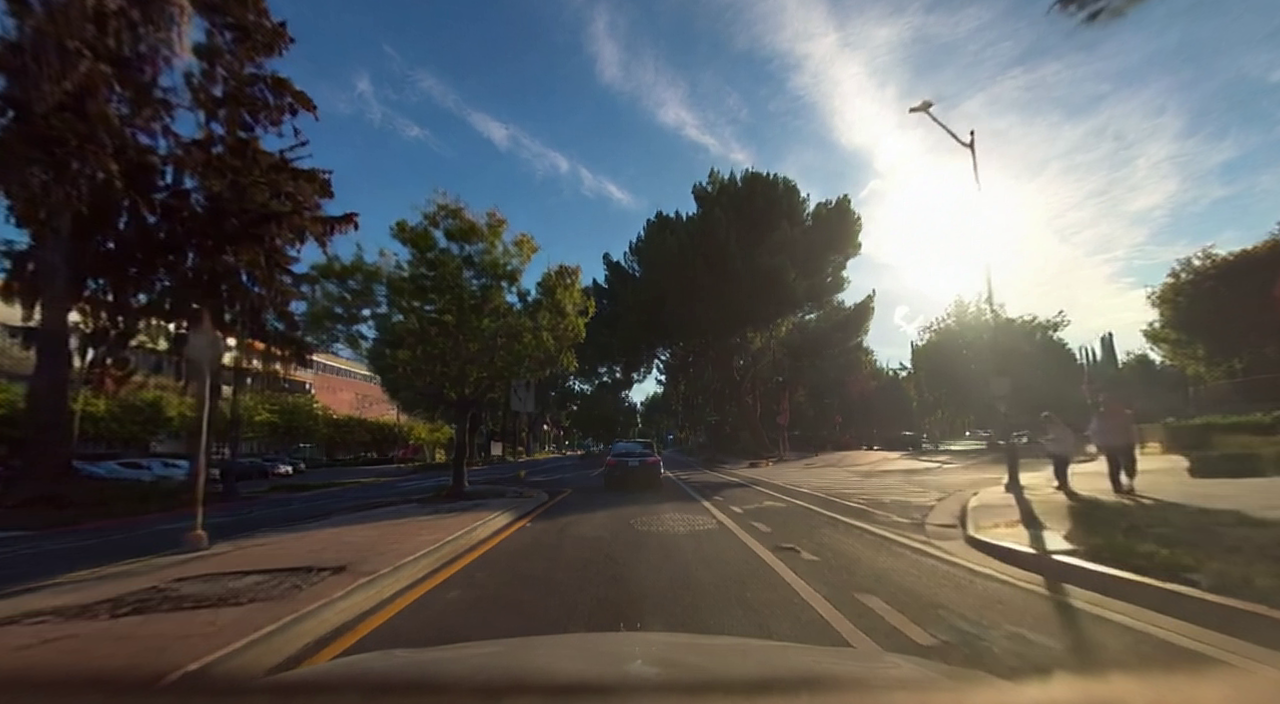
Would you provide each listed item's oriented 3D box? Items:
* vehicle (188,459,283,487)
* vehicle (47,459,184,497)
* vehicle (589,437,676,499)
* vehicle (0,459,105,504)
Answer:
[{"bbox_3d":[-22.973,6.874,36.024,4.086,1.478,1.844,0,-8,-4],"label":"vehicle"},{"bbox_3d":[-23.242,5.578,28.155,4.204,1.522,1.998,0,-9,-3],"label":"vehicle"},{"bbox_3d":[-0.215,3.308,18.457,2.221,1.570,4.398,0,-8,-1],"label":"vehicle"},{"bbox_3d":[-22.803,4.746,23.373,4.038,1.531,2.015,1,-9,-2],"label":"vehicle"}]
